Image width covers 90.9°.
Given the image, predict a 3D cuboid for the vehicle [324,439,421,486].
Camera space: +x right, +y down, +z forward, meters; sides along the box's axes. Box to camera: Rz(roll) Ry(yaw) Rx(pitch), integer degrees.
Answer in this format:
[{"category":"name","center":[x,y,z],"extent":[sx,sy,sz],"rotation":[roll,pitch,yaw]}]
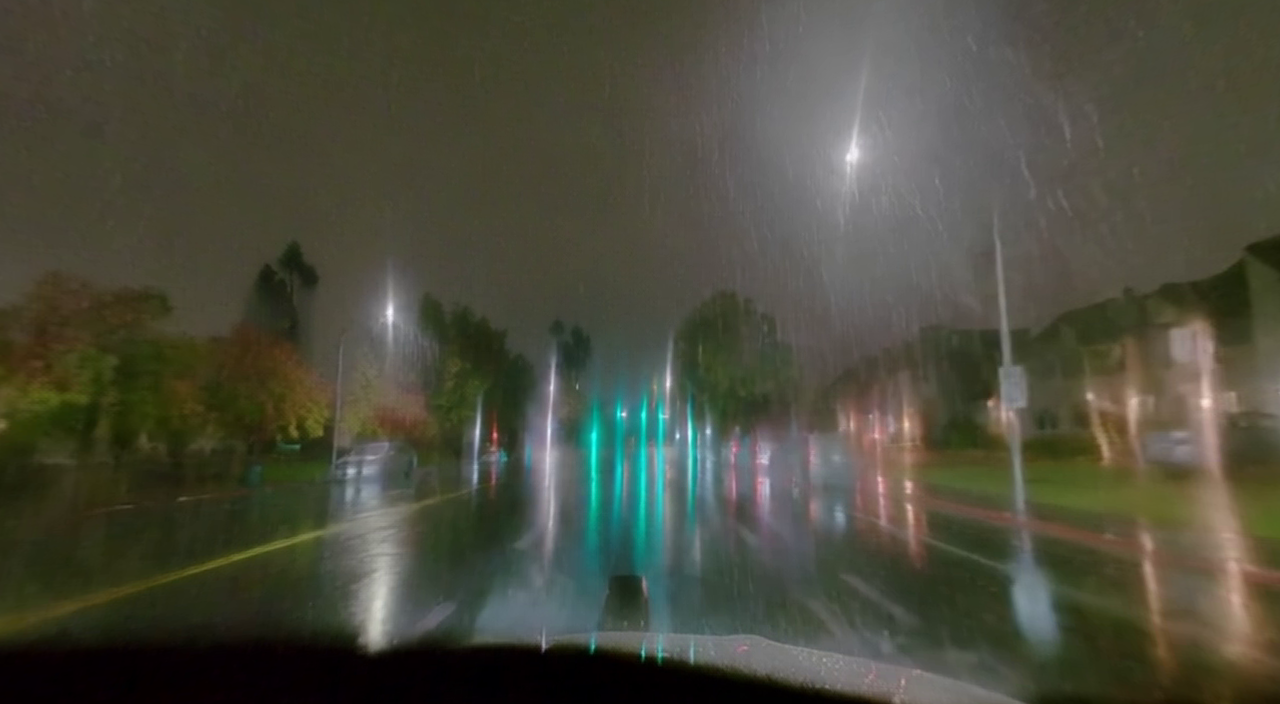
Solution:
[{"category":"vehicle","center":[-11.529,4.762,27.603],"extent":[2.054,1.704,4.710],"rotation":[-3,-7,3]}]

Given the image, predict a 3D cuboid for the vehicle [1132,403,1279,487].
[{"category":"vehicle","center":[14.118,2.007,13.757],"extent":[4.902,1.667,2.162],"rotation":[0,-8,0]}]

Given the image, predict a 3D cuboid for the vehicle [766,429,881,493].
[{"category":"vehicle","center":[5.161,3.129,18.576],"extent":[1.885,1.603,5.235],"rotation":[0,-8,1]}]
